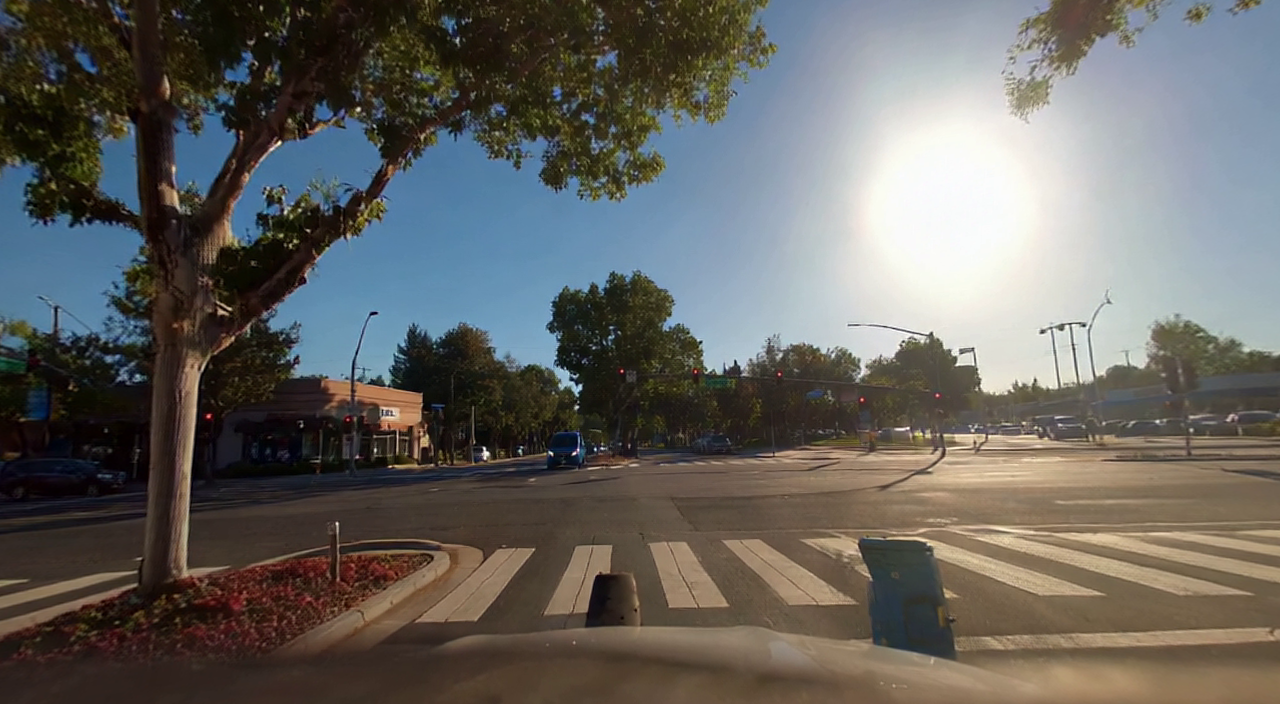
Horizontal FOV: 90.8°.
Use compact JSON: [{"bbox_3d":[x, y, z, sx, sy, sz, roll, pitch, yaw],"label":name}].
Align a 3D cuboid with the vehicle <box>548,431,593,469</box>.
[{"bbox_3d":[-4.601,6.613,42.856,2.465,2.404,5.791,0,-8,-1],"label":"vehicle"}]
